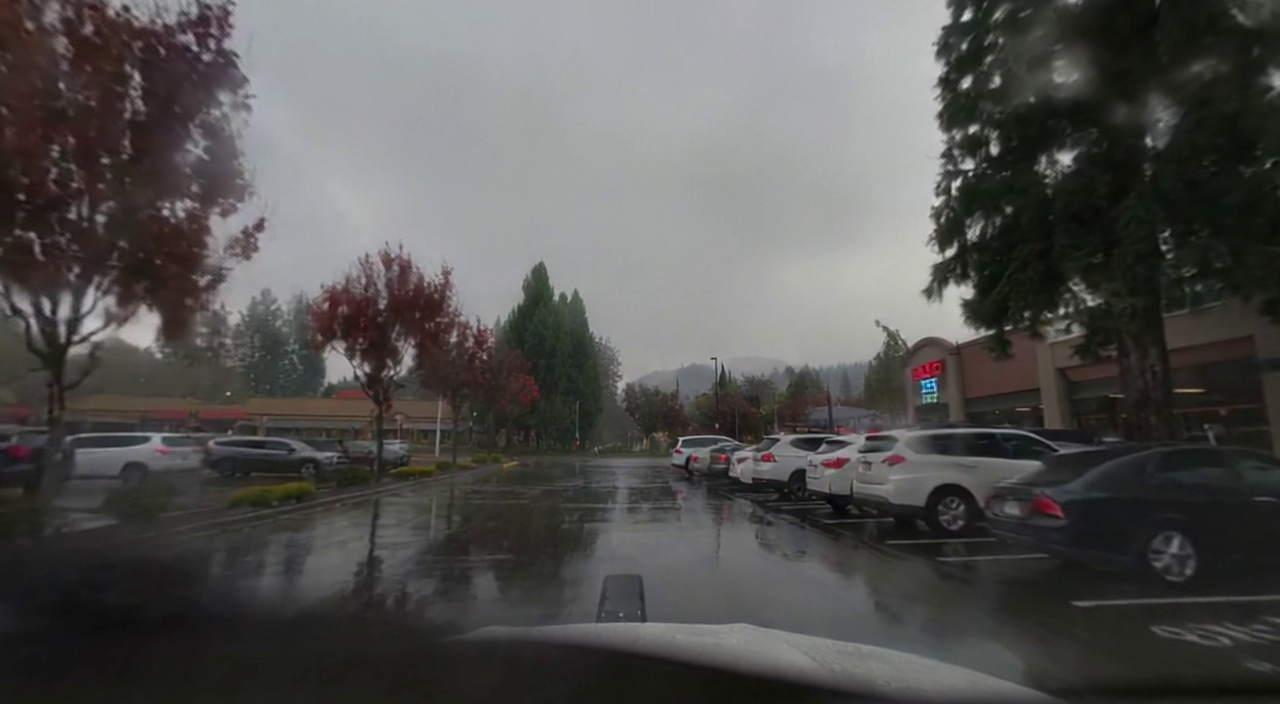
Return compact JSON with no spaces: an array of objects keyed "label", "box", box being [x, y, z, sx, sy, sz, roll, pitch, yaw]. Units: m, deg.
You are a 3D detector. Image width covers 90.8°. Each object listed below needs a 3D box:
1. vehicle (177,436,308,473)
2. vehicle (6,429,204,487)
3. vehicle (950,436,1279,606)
[{"label":"vehicle","box":[-17.548,4.496,27.977,4.651,1.494,1.914,6,-10,-37]},{"label":"vehicle","box":[-15.726,3.099,18.802,4.197,1.526,1.977,7,-11,-40]},{"label":"vehicle","box":[5.968,1.653,6.752,4.298,1.476,1.921,1,-8,-5]}]
